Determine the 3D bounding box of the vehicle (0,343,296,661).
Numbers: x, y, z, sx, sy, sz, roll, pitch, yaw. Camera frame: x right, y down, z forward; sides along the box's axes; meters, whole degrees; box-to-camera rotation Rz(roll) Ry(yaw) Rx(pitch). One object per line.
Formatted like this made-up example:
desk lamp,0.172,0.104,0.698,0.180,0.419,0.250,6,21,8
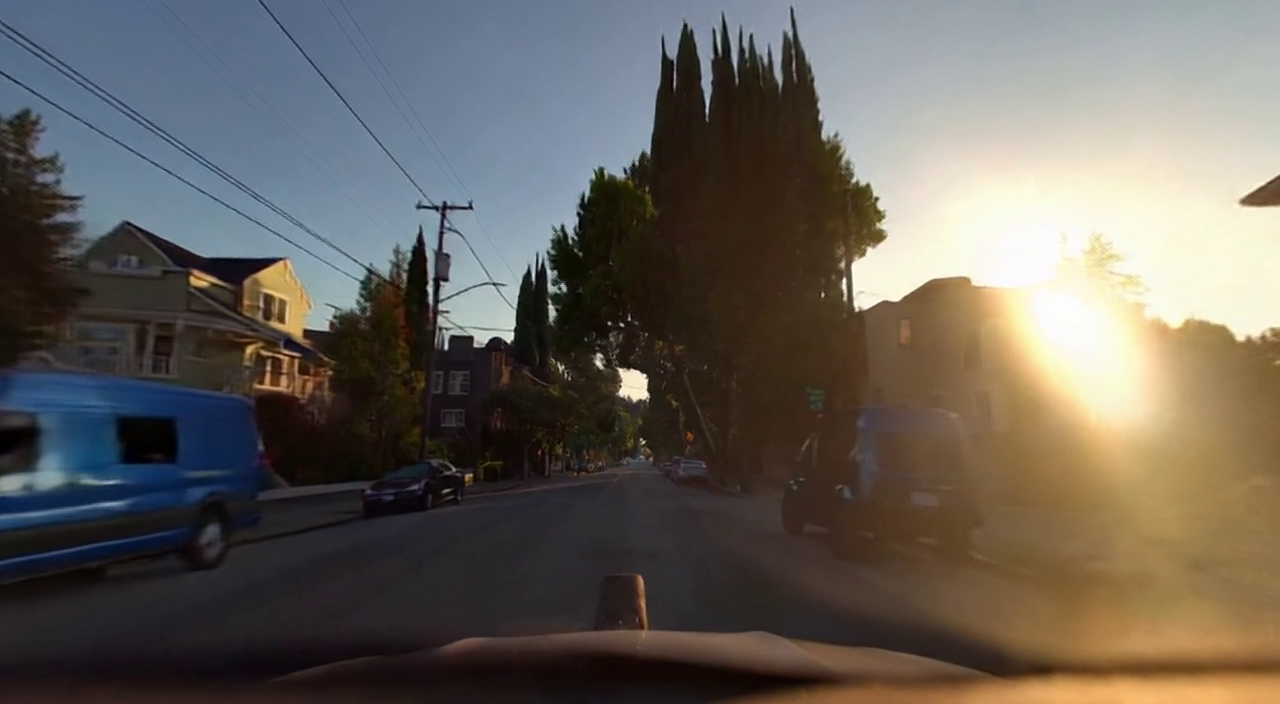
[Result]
vehicle,-6.757,1.438,7.143,2.508,2.712,5.809,-2,-4,0

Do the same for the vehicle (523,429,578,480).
vehicle,-6.905,8.153,49.675,3.115,3.562,7.695,-2,-10,0

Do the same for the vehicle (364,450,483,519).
vehicle,-6.645,4.064,19.928,2.057,1.632,4.730,-1,-6,1

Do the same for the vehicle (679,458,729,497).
vehicle,3.124,6.231,31.605,2.010,1.661,4.615,0,-9,0

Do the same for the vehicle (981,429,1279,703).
vehicle,3.212,0.959,1.911,1.796,1.449,4.373,0,-9,-2

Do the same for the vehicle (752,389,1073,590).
vehicle,3.113,1.719,8.736,2.145,1.935,5.054,0,-9,0
